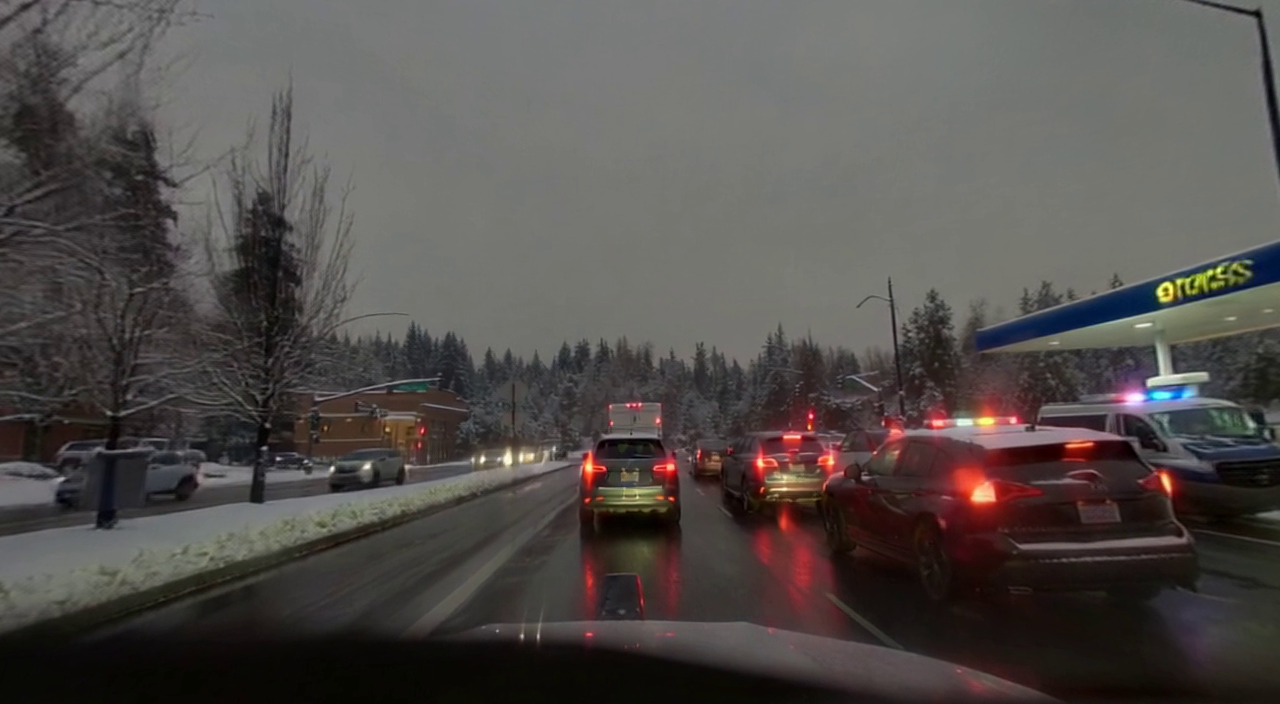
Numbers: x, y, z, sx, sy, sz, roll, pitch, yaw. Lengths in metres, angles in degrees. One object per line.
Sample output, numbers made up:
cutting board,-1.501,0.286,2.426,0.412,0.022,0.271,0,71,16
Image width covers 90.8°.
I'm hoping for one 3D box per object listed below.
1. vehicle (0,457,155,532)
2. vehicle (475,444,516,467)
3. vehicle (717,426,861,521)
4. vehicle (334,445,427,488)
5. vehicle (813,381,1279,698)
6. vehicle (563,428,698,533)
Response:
vehicle,-14.357,3.318,15.179,1.883,1.479,4.471,0,-9,0
vehicle,-11.346,8.164,49.881,2.083,1.719,4.497,-1,-9,1
vehicle,2.928,2.501,13.456,1.995,1.677,4.106,0,-9,-1
vehicle,-11.062,4.865,27.337,2.055,1.663,4.637,0,-9,0
vehicle,3.325,1.336,5.720,2.056,1.700,4.399,0,-9,-3
vehicle,-0.183,2.289,11.765,2.106,1.613,3.697,0,-9,-1
